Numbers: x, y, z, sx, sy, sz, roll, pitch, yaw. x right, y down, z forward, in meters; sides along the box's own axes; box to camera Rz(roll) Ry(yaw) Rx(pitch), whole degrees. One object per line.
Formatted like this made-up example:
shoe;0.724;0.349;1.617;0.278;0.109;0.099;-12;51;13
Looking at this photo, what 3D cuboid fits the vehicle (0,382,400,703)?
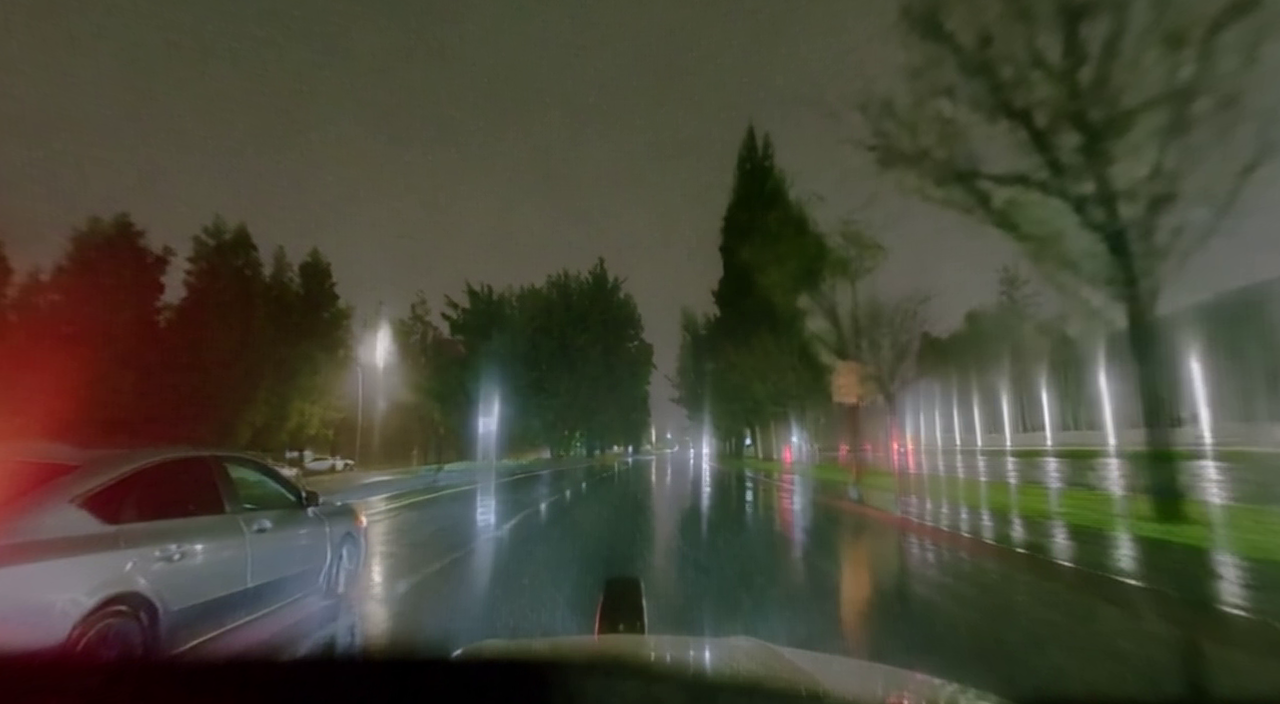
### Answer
vehicle;-3.249;1.097;3.767;1.915;1.521;4.283;0;-8;0
